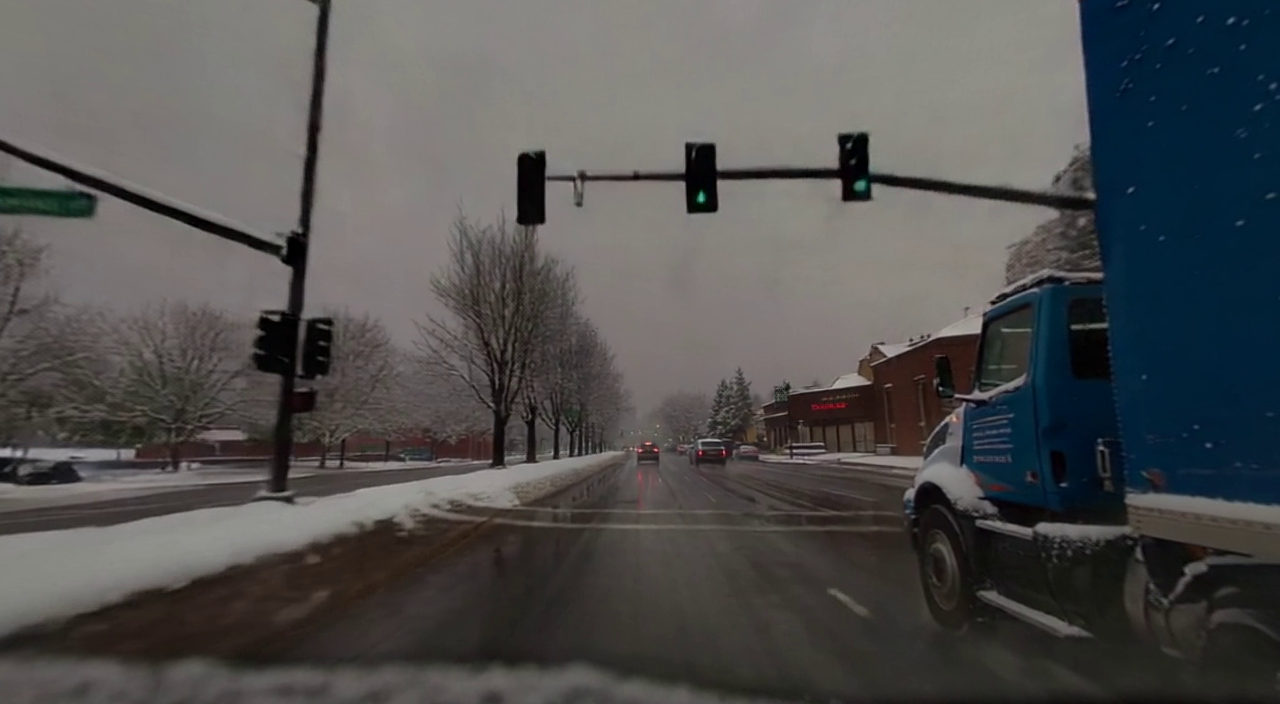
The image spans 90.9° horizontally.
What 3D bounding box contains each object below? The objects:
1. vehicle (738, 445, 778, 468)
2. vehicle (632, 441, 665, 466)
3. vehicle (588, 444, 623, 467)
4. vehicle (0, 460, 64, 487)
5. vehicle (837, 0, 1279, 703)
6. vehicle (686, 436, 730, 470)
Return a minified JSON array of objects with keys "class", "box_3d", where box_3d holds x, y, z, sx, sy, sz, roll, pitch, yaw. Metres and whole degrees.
[{"class":"vehicle","box_3d":[8.317,7.369,44.674,2.006,1.484,4.289,0,-8,0]},{"class":"vehicle","box_3d":[0.591,7.305,45.449,2.276,1.704,3.925,0,-8,1]},{"class":"vehicle","box_3d":[-2.521,7.700,47.108,2.211,1.537,4.666,0,-8,2]},{"class":"vehicle","box_3d":[-37.660,7.245,37.817,1.886,1.437,4.572,0,-8,0]},{"class":"vehicle","box_3d":[3.584,-0.222,2.725,3.006,3.679,8.506,-1,-8,3]},{"class":"vehicle","box_3d":[4.082,6.144,38.480,2.196,1.908,4.412,0,-8,0]}]
